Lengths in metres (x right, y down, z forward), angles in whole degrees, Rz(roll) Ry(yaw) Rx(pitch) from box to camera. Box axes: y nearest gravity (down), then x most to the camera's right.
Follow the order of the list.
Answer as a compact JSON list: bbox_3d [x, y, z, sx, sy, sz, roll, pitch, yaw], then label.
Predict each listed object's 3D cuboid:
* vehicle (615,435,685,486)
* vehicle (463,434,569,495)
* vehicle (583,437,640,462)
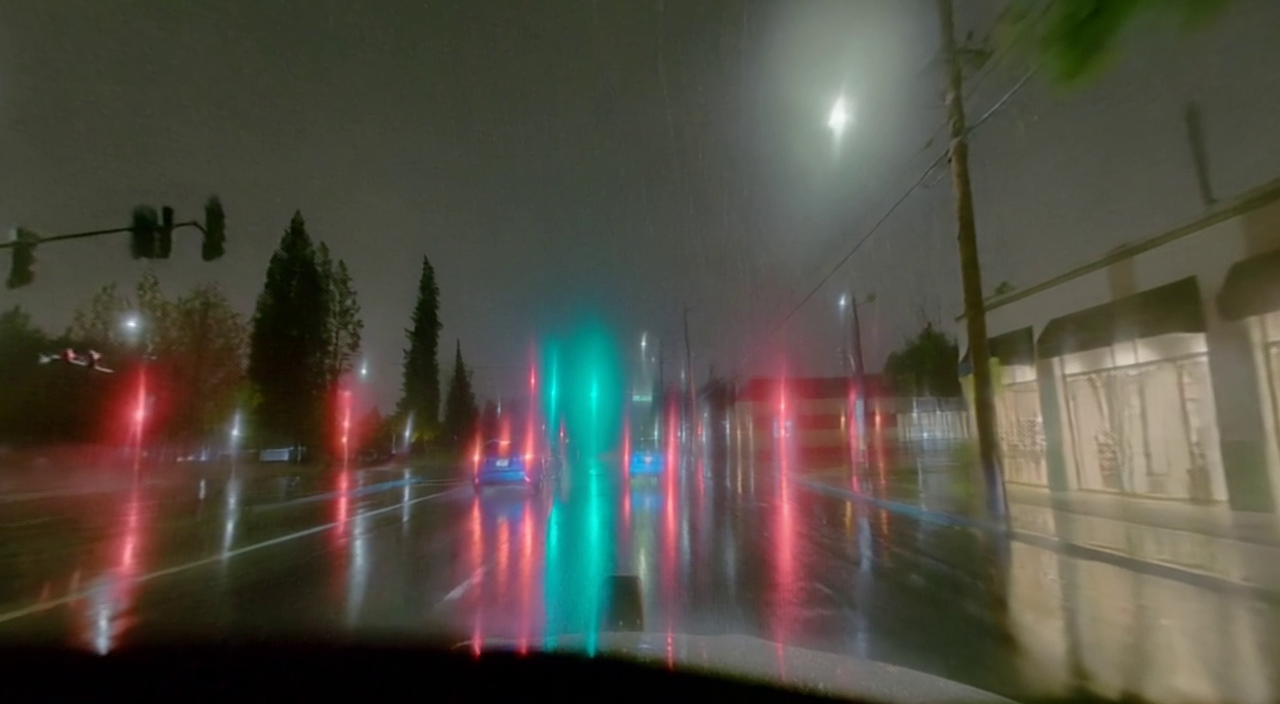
[{"bbox_3d":[0.276,3.475,20.566,2.059,1.456,4.047,0,-8,0],"label":"vehicle"},{"bbox_3d":[-3.282,3.097,17.748,2.032,1.467,4.411,0,-8,1],"label":"vehicle"},{"bbox_3d":[-1.977,6.949,45.085,1.966,1.689,4.541,-5,-10,28],"label":"vehicle"}]
